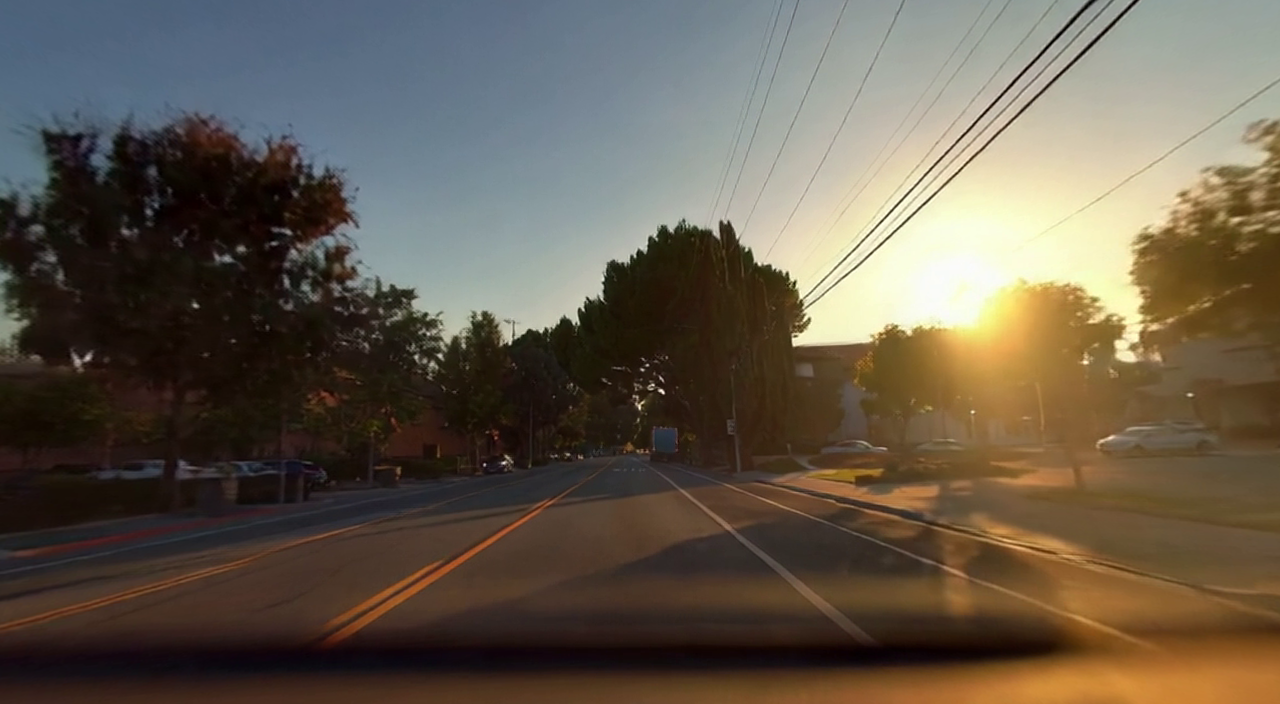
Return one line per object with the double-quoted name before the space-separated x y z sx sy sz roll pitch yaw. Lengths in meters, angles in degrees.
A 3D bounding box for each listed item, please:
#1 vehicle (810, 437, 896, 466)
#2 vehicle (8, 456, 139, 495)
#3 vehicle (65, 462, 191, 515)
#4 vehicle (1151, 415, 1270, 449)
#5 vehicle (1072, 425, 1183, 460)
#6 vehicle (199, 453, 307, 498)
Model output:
"vehicle" 12.743 5.964 37.838 4.554 1.668 1.974 -5 -10 28
"vehicle" -27.722 6.028 31.136 4.417 1.747 1.954 5 -10 -33
"vehicle" -17.356 4.524 21.369 4.708 1.472 1.994 -6 -11 35
"vehicle" 31.546 4.498 35.122 4.497 1.562 1.878 -9 -11 32
"vehicle" 22.298 4.149 28.875 4.750 1.505 1.928 4 -10 -25
"vehicle" -16.595 5.239 27.096 4.311 1.746 1.984 -5 -10 29
